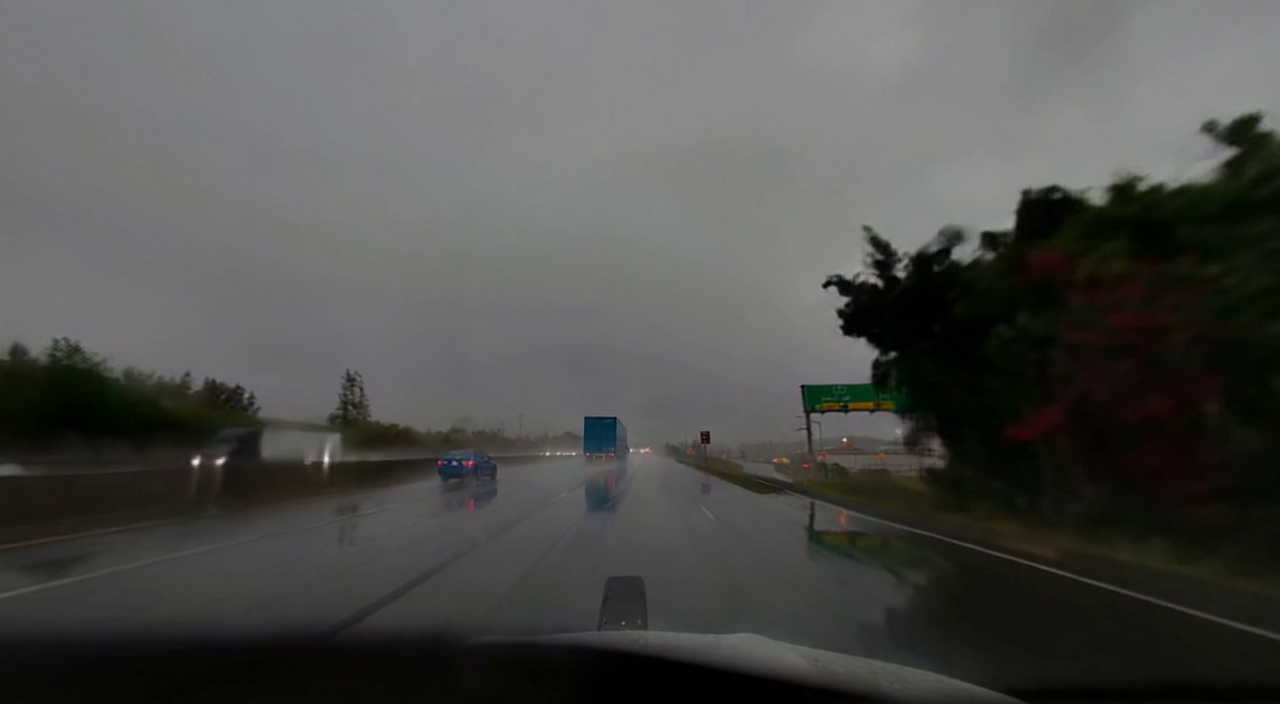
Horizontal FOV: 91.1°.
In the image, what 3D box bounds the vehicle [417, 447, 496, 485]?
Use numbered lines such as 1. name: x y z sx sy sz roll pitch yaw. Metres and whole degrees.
1. vehicle: -7.717 4.812 26.924 1.901 1.467 4.629 0 -8 1
